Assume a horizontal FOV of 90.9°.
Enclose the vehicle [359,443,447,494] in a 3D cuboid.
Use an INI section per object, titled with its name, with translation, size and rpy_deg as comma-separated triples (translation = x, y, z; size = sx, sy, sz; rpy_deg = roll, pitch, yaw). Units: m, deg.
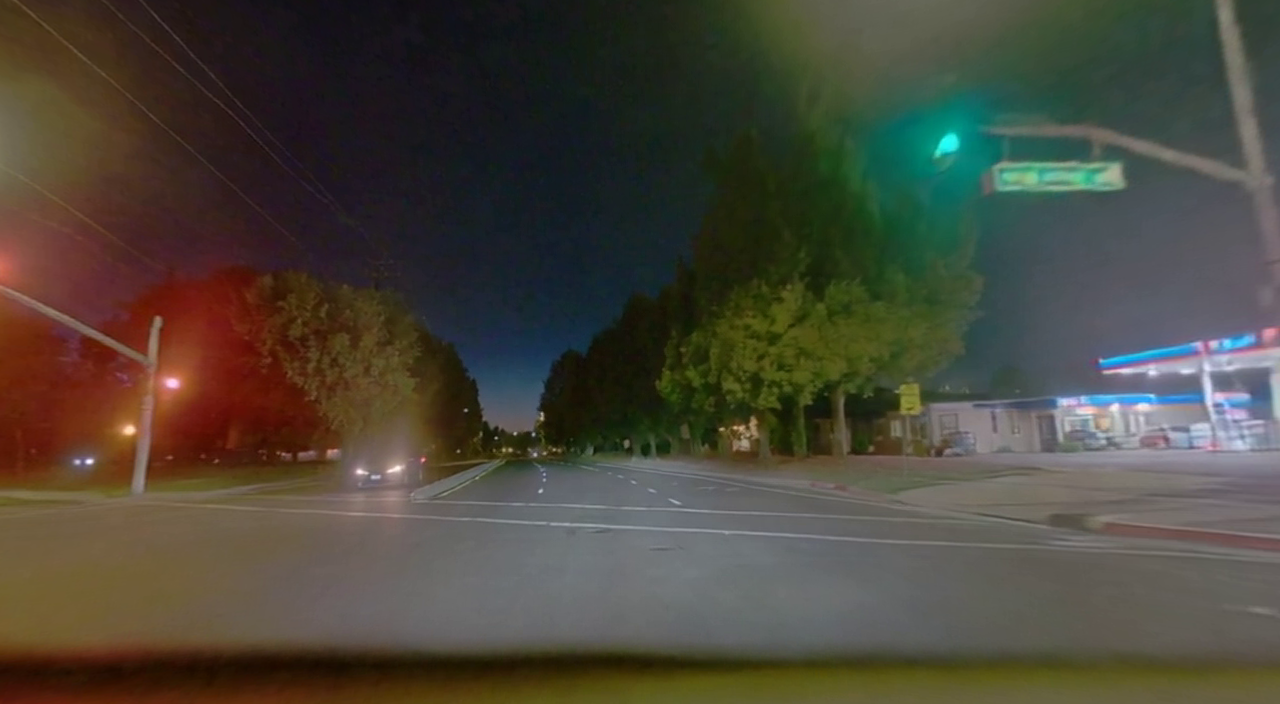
[vehicle]
translation = -8.625, 4.241, 23.389
size = 2.048, 1.670, 4.450
rpy_deg = 0, -9, -7
